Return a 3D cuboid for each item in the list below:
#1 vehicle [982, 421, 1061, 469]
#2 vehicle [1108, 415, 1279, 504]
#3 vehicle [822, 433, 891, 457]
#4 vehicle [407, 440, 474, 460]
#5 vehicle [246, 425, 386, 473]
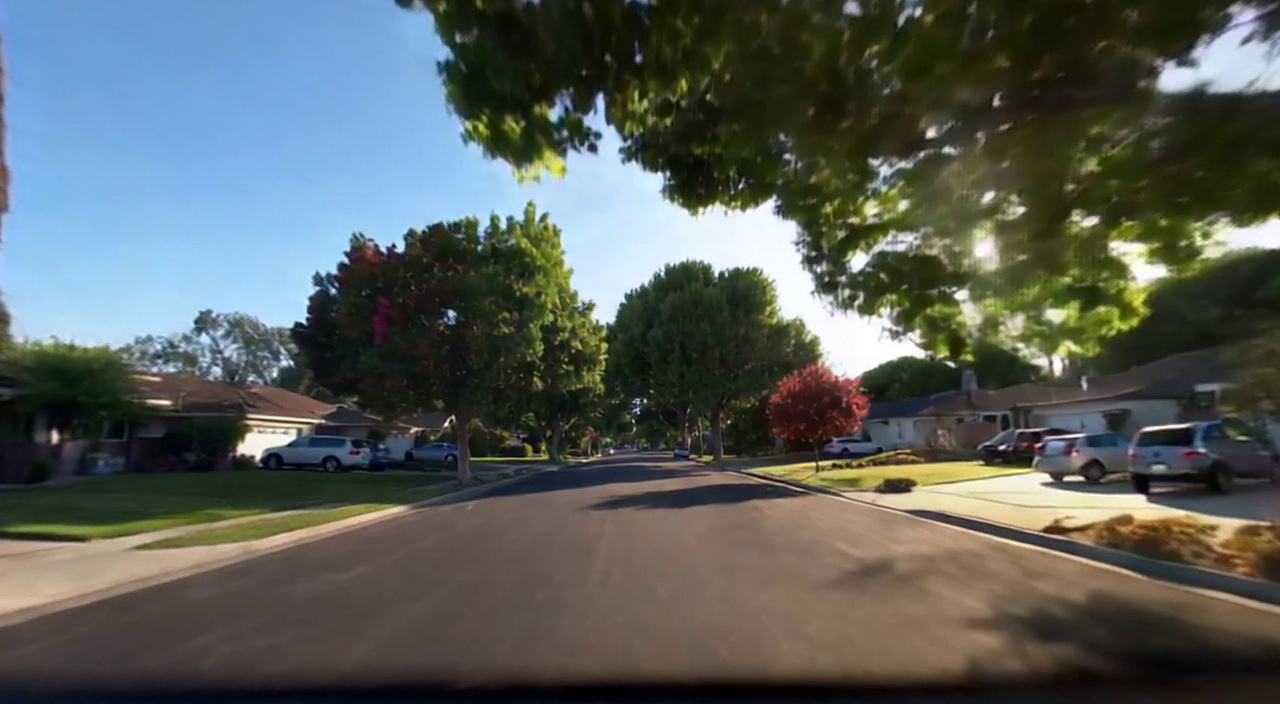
[{"bbox_3d":[16.532,4.086,27.554,2.288,1.880,4.939,-4,-9,24],"label":"vehicle"},{"bbox_3d":[13.281,2.397,14.380,4.708,1.727,2.076,4,-9,-26],"label":"vehicle"},{"bbox_3d":[16.134,6.906,46.974,4.468,1.728,2.135,2,-8,-20],"label":"vehicle"},{"bbox_3d":[-14.900,7.355,47.203,4.351,1.474,2.015,0,-9,-1],"label":"vehicle"},{"bbox_3d":[-15.069,4.512,29.624,2.575,2.031,5.155,-5,-9,29],"label":"vehicle"}]
